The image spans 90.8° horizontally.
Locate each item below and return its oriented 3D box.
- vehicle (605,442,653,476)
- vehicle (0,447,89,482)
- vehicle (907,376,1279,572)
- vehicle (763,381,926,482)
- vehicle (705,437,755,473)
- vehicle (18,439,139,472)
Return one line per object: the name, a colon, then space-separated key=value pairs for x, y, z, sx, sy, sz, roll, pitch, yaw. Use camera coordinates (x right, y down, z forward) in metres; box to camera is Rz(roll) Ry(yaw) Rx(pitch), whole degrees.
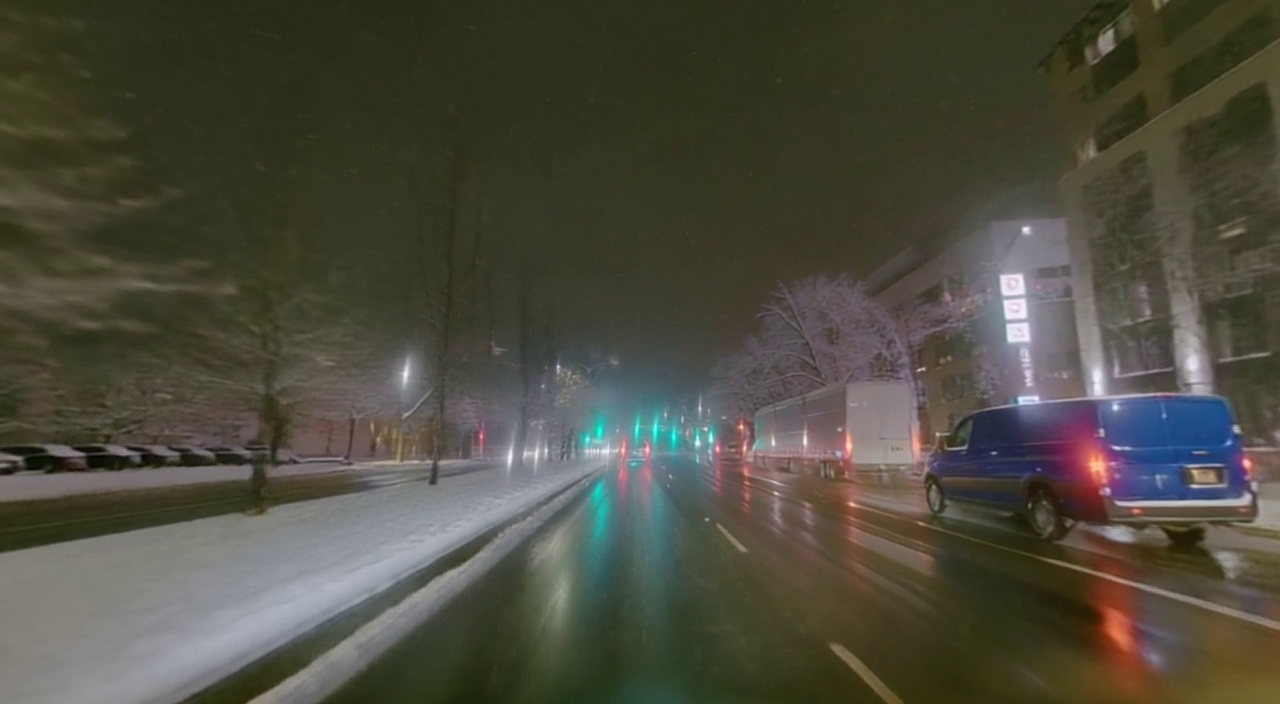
vehicle: x=-0.529 y=4.960 z=29.500 sx=2.095 sy=1.456 sz=3.873 roll=0 pitch=-8 yaw=-1
vehicle: x=-29.928 y=5.438 z=30.584 sx=4.496 sy=1.599 sz=2.090 roll=0 pitch=-8 yaw=1
vehicle: x=6.691 y=1.734 z=9.752 sx=2.573 sy=2.127 sz=5.568 roll=0 pitch=-8 yaw=-1
vehicle: x=10.001 y=4.447 z=34.234 sx=2.960 sy=4.109 sz=16.764 roll=0 pitch=-8 yaw=-1
vehicle: x=4.525 y=5.255 z=32.341 sx=2.047 sy=1.711 sz=4.265 roll=0 pitch=-8 yaw=1
vehicle: x=-29.480 y=5.437 z=33.286 sx=4.377 sy=1.665 sz=2.129 roll=-1 pitch=-8 yaw=3
